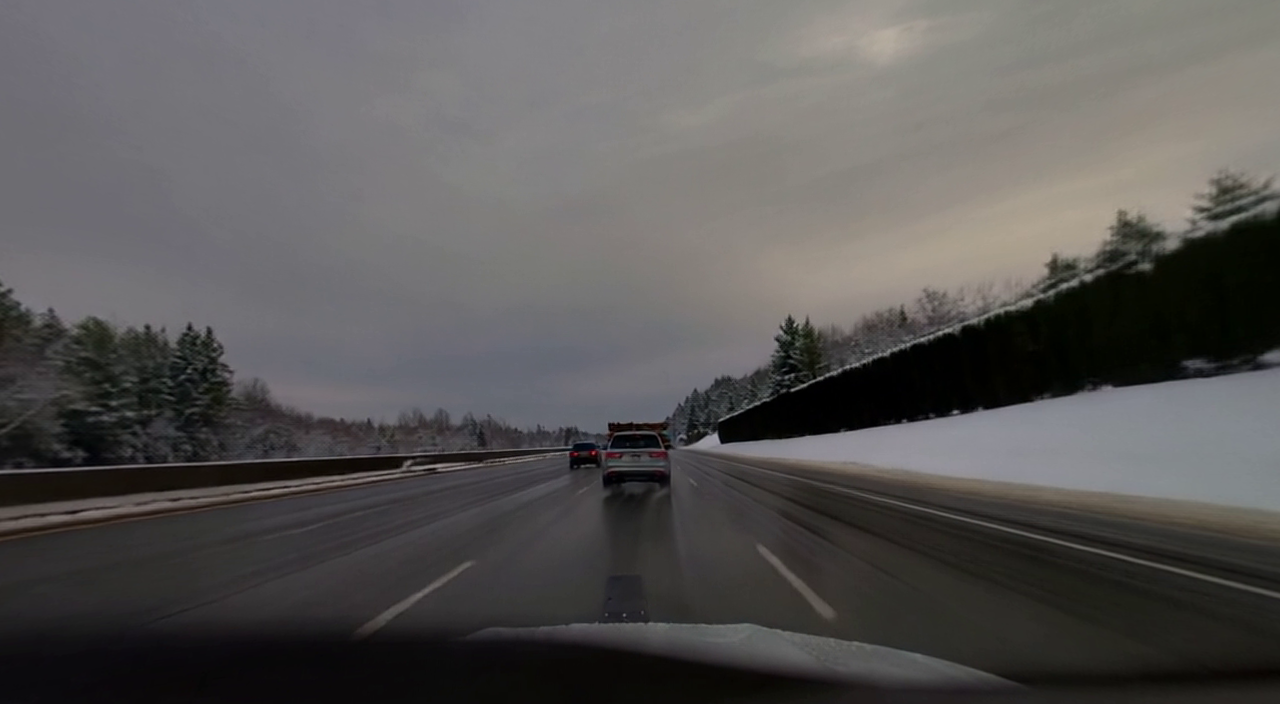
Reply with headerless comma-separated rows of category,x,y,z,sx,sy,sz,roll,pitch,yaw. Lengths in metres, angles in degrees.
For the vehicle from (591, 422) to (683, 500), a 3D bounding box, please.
vehicle,-0.038,2.851,16.837,2.114,1.787,4.365,0,-8,1
